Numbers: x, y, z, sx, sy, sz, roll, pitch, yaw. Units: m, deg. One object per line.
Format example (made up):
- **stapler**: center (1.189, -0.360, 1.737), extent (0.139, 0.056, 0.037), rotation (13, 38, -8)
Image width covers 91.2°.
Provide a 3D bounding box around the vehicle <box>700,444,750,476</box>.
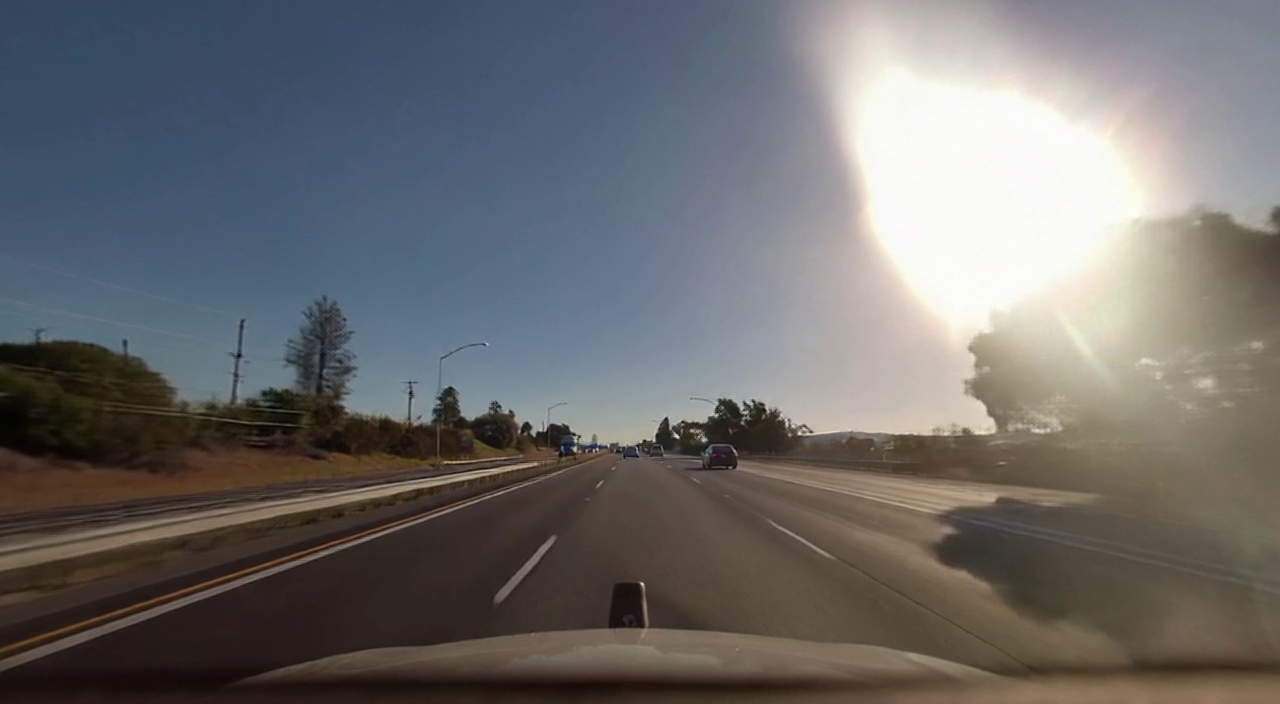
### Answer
- **vehicle**: center (4.213, 5.399, 31.549), extent (1.917, 1.488, 3.693), rotation (0, -9, -1)
